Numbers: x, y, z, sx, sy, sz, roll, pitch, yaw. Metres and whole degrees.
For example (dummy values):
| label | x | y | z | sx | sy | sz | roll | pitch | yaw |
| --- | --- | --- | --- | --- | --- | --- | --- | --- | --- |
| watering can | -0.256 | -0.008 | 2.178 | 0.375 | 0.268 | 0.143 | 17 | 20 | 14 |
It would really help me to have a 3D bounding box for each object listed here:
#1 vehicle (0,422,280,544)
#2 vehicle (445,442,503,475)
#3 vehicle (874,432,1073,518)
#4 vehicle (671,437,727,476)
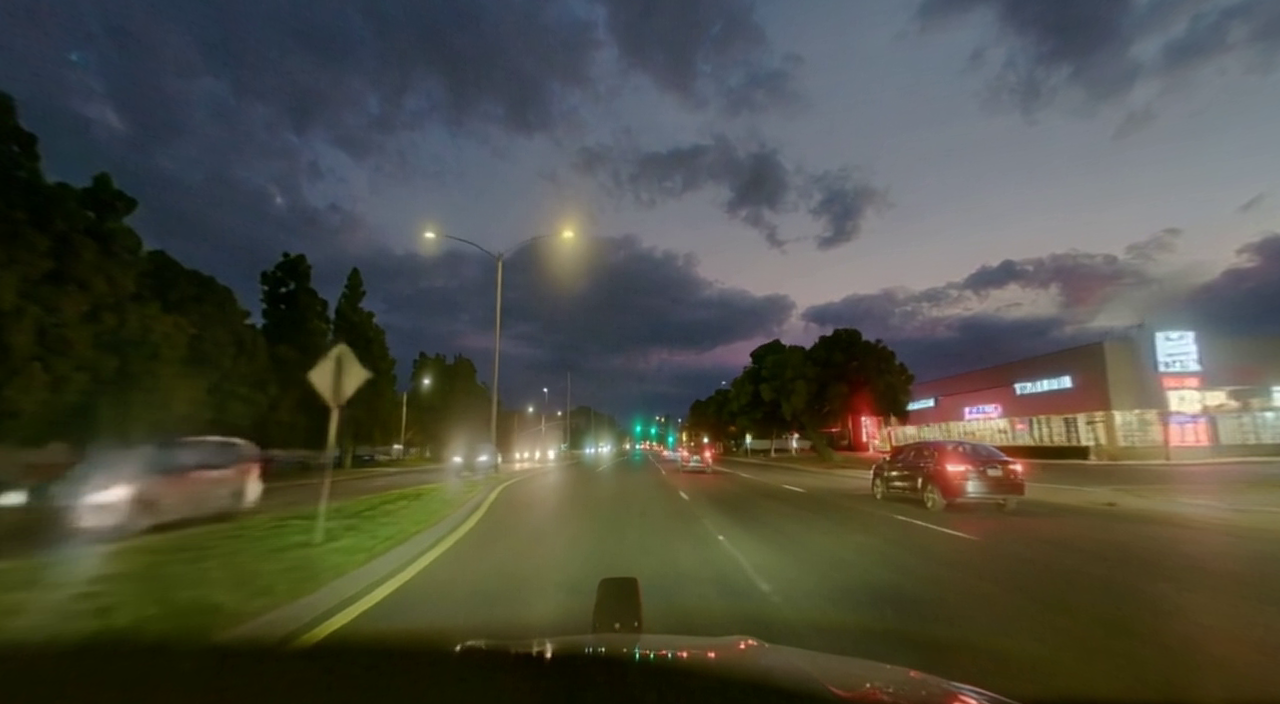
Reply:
| label | x | y | z | sx | sy | sz | roll | pitch | yaw |
| --- | --- | --- | --- | --- | --- | --- | --- | --- | --- |
| vehicle | -9.338 | 2.351 | 12.035 | 2.118 | 1.838 | 4.737 | 0 | -9 | -1 |
| vehicle | -9.178 | 5.900 | 35.234 | 2.024 | 1.699 | 4.363 | 0 | -9 | 0 |
| vehicle | 6.792 | 2.538 | 13.463 | 1.886 | 1.528 | 4.169 | 1 | -9 | -1 |
| vehicle | 2.695 | 4.871 | 29.583 | 2.161 | 1.676 | 4.151 | 1 | -9 | -1 |
